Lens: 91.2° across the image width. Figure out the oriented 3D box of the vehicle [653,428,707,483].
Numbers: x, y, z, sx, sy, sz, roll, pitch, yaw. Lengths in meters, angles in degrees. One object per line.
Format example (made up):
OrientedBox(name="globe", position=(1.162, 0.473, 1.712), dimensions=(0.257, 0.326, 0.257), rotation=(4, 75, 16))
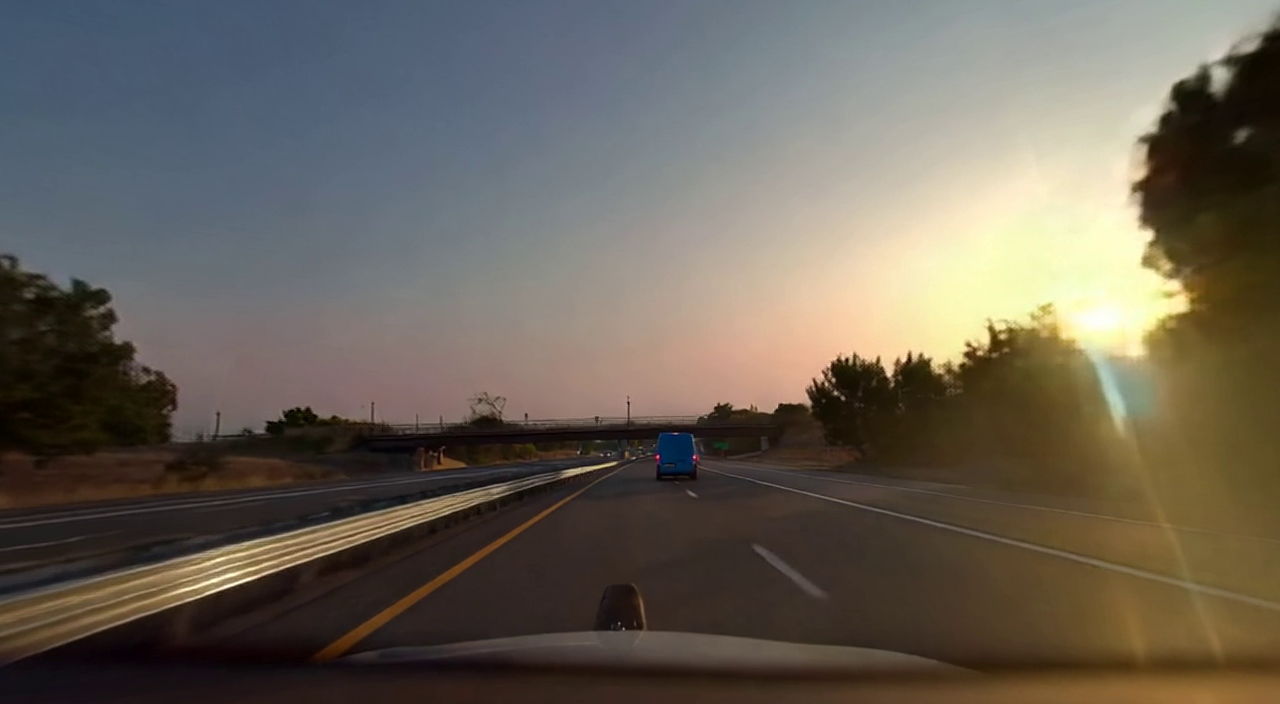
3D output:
OrientedBox(name="vehicle", position=(1.969, 5.396, 32.899), dimensions=(2.560, 2.598, 5.581), rotation=(0, -9, 1))
